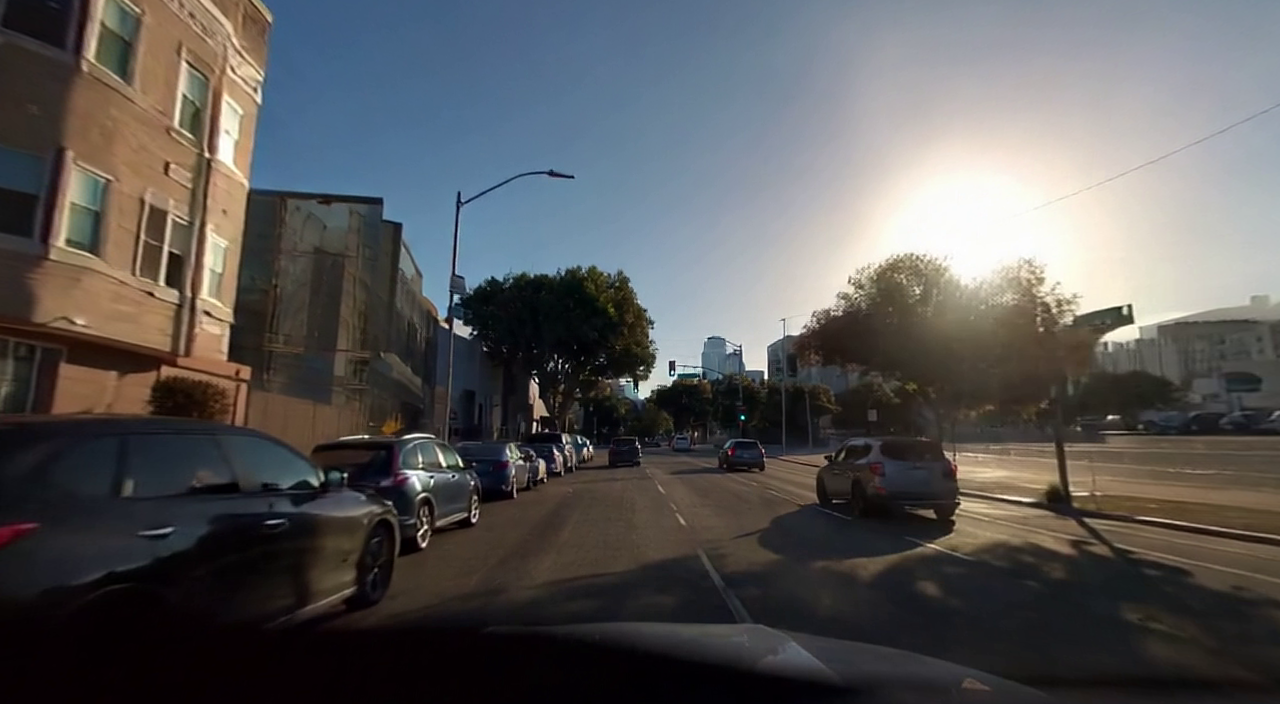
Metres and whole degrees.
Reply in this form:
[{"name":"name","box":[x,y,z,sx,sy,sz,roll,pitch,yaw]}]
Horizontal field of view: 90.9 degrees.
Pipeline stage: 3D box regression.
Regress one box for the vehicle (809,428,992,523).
[{"name":"vehicle","box":[4.998,2.418,12.861,1.891,1.599,4.173,0,-8,-1]}]

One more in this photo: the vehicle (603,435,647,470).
[{"name":"vehicle","box":[-0.726,5.197,32.827,2.122,1.689,3.885,0,-8,0]}]

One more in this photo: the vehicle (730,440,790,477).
[{"name":"vehicle","box":[5.076,4.565,27.131,1.799,1.463,3.464,0,-8,-2]}]

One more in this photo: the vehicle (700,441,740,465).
[{"name":"vehicle","box":[5.173,6.582,41.277,1.917,1.467,4.452,0,-8,-1]}]

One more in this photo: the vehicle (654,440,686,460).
[{"name":"vehicle","box":[2.221,7.445,47.789,2.182,1.450,4.013,0,-8,-1]}]

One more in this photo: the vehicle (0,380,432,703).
[{"name":"vehicle","box":[-3.115,1.112,3.794,2.121,1.490,4.910,0,-8,-1]}]
